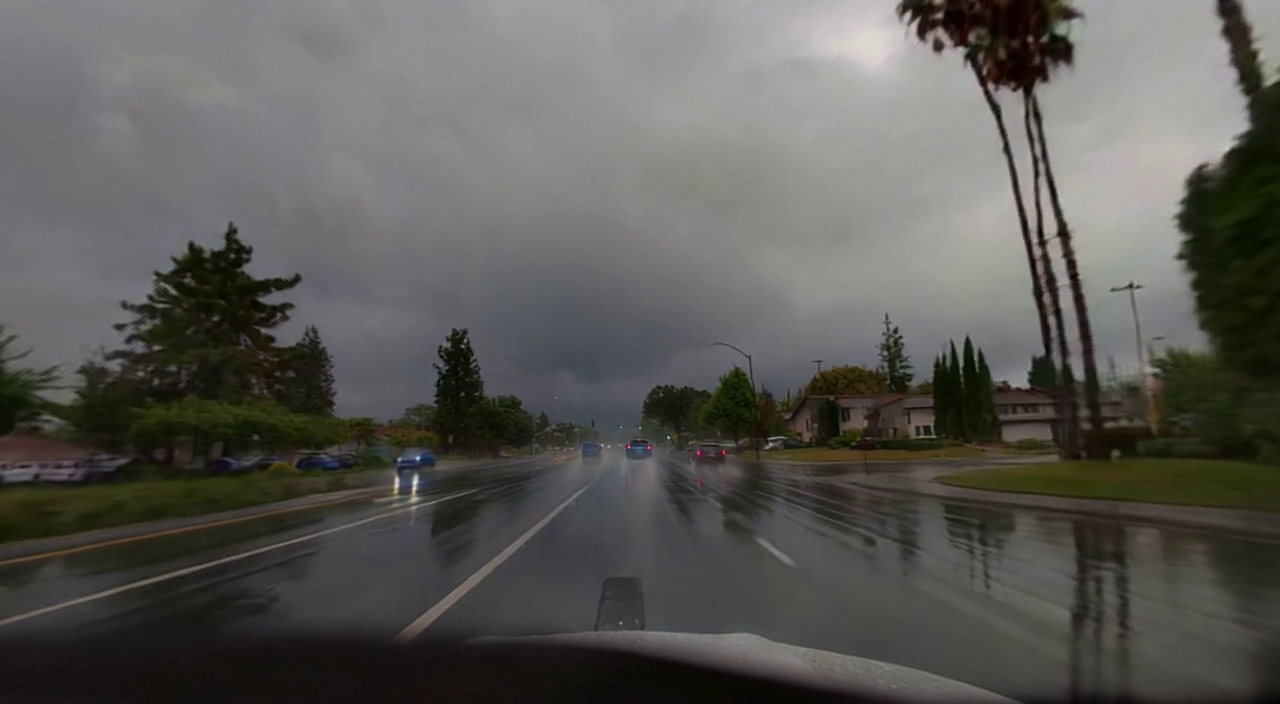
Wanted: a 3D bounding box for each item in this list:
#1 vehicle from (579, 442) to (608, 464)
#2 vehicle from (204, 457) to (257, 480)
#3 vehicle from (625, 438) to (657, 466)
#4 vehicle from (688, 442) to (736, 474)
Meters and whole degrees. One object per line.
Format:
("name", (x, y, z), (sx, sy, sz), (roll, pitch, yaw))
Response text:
("vehicle", (-3.597, 7.861, 49.248), (2.000, 1.569, 3.794), (0, -8, 0))
("vehicle", (-29.179, 8.258, 44.967), (4.771, 1.479, 1.888), (-8, -11, 42))
("vehicle", (0.053, 6.800, 43.084), (2.043, 1.734, 4.253), (0, -8, -1))
("vehicle", (3.482, 5.172, 31.189), (1.830, 1.451, 4.009), (0, -8, -1))
